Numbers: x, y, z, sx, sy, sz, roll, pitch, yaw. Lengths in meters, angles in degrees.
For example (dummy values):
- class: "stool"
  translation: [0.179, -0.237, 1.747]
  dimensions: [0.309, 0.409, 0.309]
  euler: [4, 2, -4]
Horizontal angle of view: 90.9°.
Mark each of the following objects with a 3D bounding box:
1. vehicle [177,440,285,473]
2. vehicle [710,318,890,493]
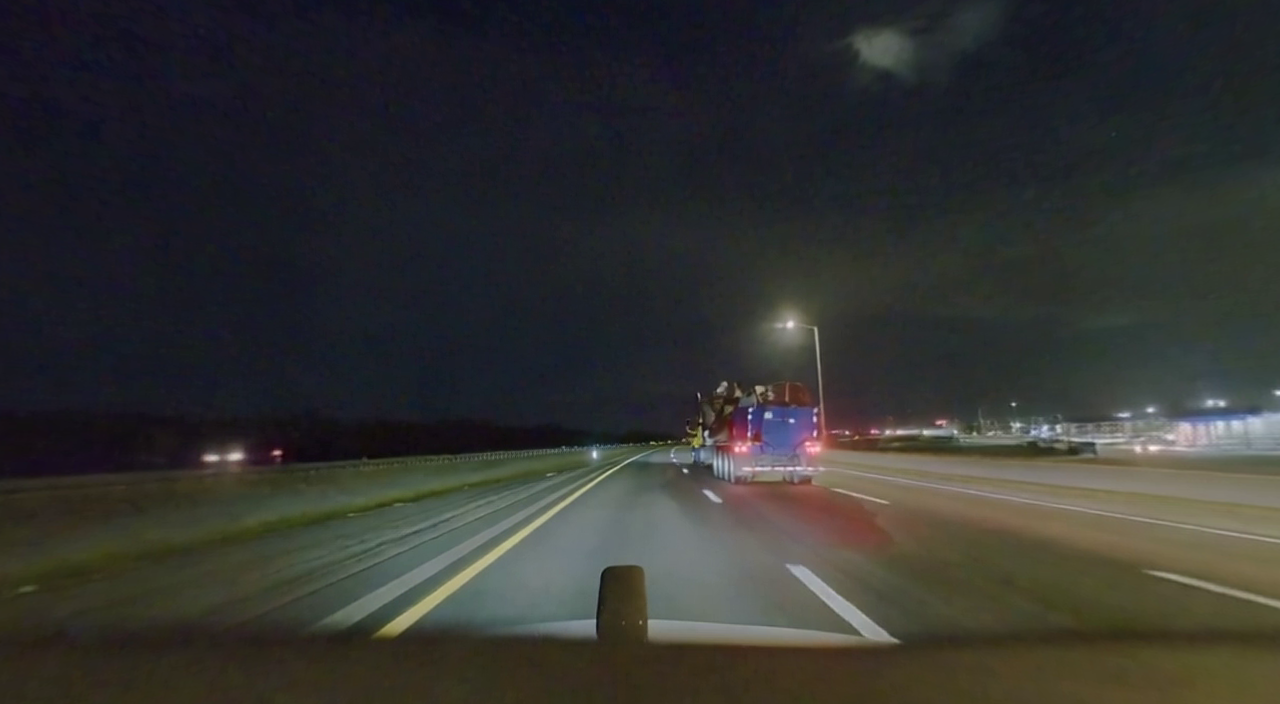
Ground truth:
- class: "vehicle"
  translation: [-19.766, 5.059, 30.794]
  dimensions: [2.036, 1.476, 4.826]
  euler: [0, -8, 0]
- class: "vehicle"
  translation: [3.963, 1.667, 17.561]
  dimensions: [3.279, 3.956, 6.541]
  euler: [0, -8, 1]
